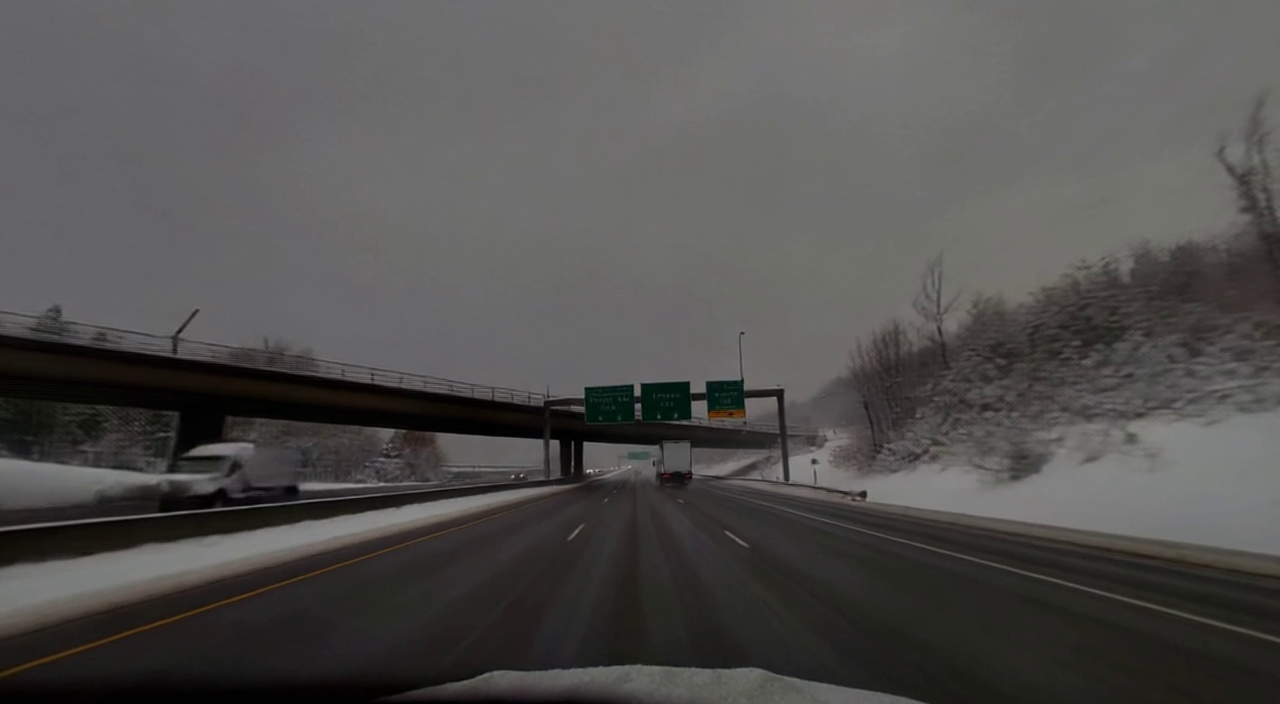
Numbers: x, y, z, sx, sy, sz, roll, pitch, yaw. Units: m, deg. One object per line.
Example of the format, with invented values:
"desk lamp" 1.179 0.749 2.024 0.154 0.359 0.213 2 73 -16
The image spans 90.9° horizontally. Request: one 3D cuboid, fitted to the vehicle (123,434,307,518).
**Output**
"vehicle" -15.701 4.684 24.041 2.236 2.675 6.724 1 -10 0
